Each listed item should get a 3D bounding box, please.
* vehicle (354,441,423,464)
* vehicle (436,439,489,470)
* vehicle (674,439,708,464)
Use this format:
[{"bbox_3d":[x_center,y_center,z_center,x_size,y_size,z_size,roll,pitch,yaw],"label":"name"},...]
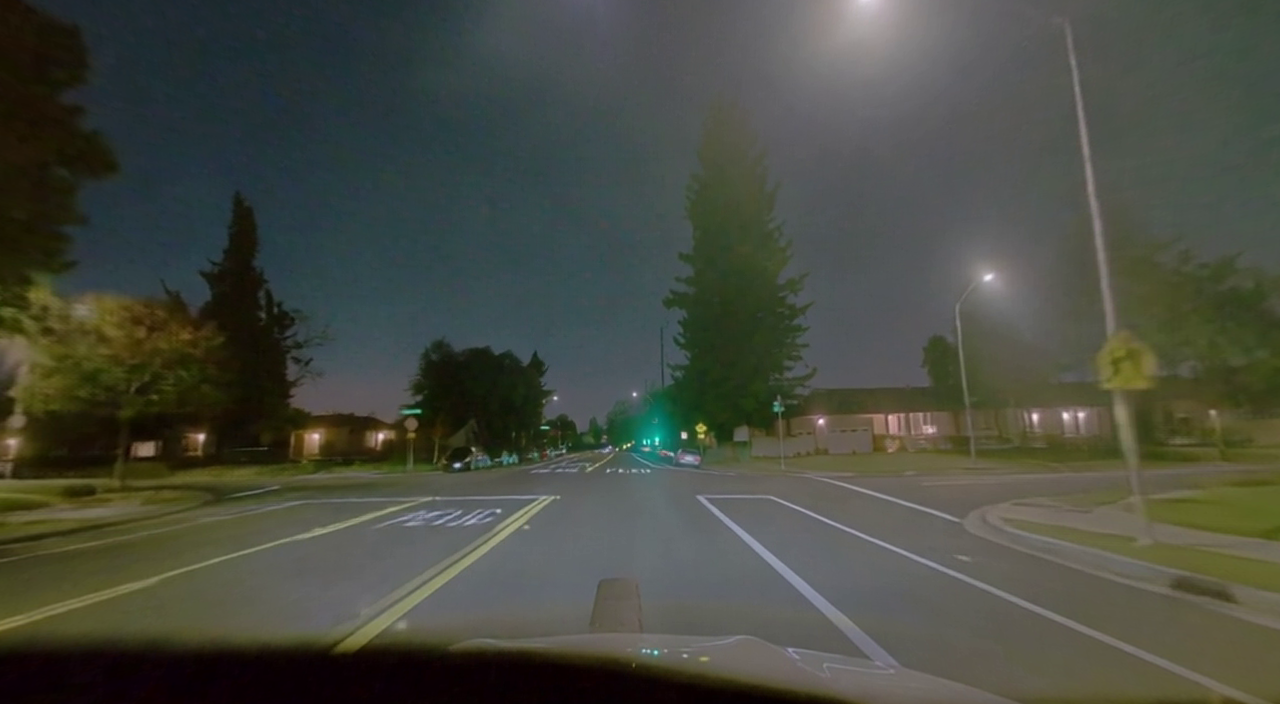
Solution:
[{"bbox_3d":[-19.516,7.819,49.188,4.450,1.677,2.027,0,-9,-3],"label":"vehicle"},{"bbox_3d":[-12.217,7.103,43.881,2.199,1.988,5.454,0,-9,-2],"label":"vehicle"},{"bbox_3d":[3.741,7.404,47.058,2.027,1.751,4.433,0,-9,-2],"label":"vehicle"}]
